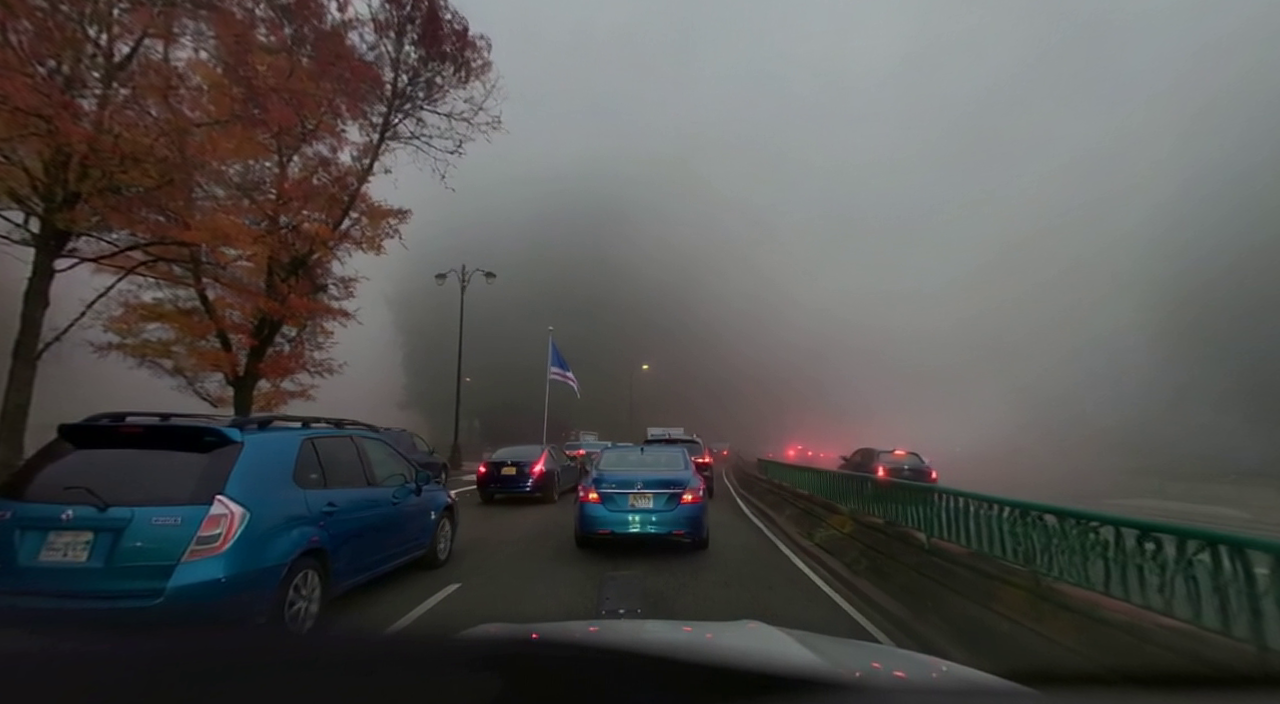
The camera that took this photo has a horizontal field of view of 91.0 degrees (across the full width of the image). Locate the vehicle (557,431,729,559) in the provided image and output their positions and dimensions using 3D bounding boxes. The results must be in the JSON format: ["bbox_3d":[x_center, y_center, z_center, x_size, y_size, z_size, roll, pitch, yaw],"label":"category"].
[{"bbox_3d":[0.171,2.069,9.881,2.090,1.506,4.276,0,-9,4],"label":"vehicle"}]

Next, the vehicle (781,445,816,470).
[{"bbox_3d":[10.687,7.152,42.763,1.944,1.544,4.301,-1,-9,10],"label":"vehicle"}]

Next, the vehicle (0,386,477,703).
[{"bbox_3d":[-3.095,1.321,5.489,1.988,1.635,4.260,0,-9,3],"label":"vehicle"}]

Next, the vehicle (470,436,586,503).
[{"bbox_3d":[-2.895,3.166,17.406,1.974,1.549,4.603,0,-9,5],"label":"vehicle"}]

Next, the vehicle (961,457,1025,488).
[{"bbox_3d":[20.873,7.104,37.428,1.946,1.649,4.326,-1,-9,10],"label":"vehicle"}]

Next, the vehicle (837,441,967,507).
[{"bbox_3d":[7.278,3.393,18.059,2.011,1.610,4.568,0,-9,4],"label":"vehicle"}]
